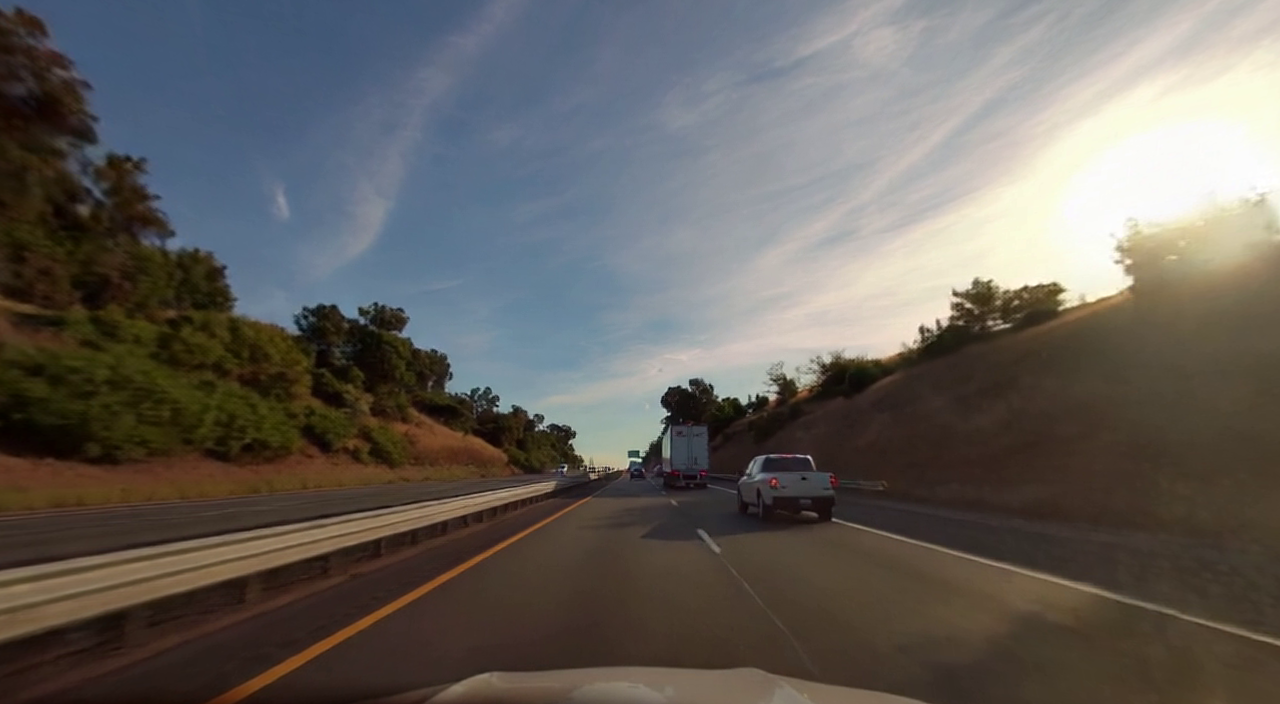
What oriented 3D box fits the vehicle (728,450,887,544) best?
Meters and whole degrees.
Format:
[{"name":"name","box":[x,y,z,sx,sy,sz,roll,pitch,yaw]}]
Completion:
[{"name":"vehicle","box":[3.372,3.061,13.791,2.124,1.662,4.641,1,-10,-1]}]

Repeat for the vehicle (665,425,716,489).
[{"name":"vehicle","box":[3.581,8.127,48.547,2.863,4.088,14.040,1,-10,0]}]
